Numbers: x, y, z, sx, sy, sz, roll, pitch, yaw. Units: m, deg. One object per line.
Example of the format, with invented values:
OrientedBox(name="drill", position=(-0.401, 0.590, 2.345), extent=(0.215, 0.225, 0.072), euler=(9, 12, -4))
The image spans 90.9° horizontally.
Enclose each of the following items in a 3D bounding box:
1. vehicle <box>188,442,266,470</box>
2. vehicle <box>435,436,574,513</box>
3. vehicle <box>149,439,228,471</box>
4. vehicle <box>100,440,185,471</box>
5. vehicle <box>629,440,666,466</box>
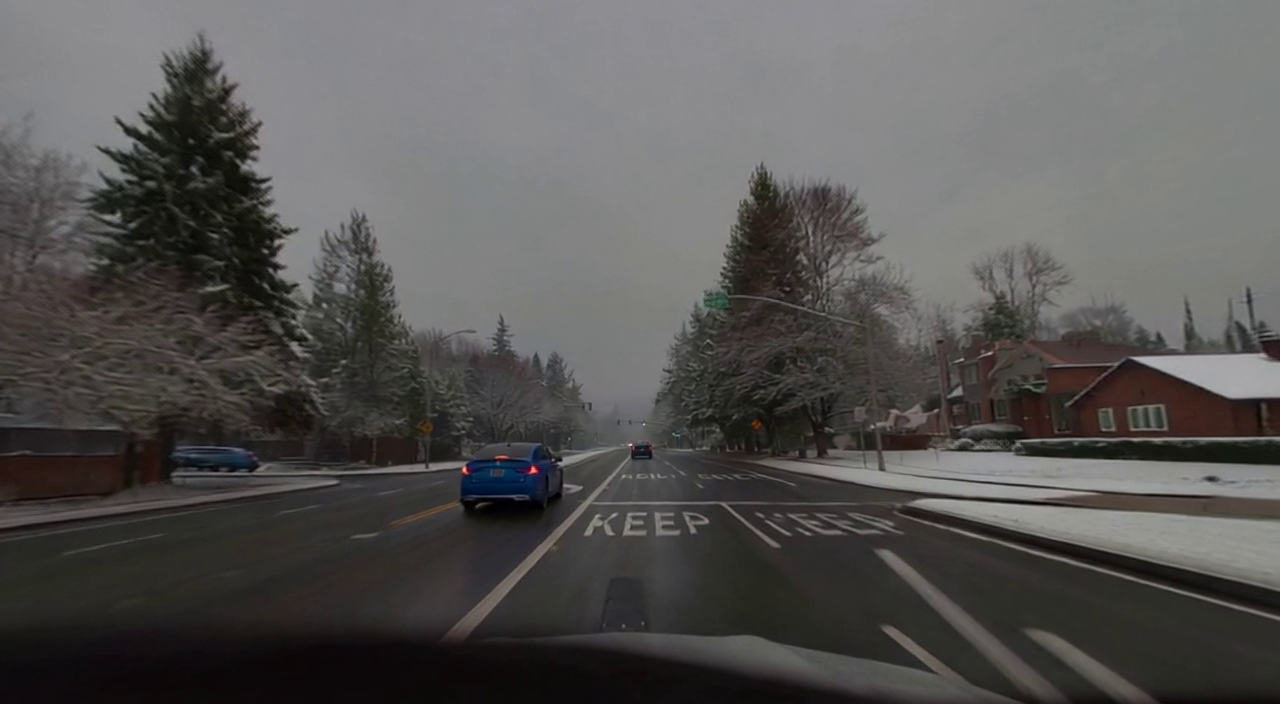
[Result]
OrientedBox(name="vehicle", position=(-23.606, 5.941, 36.194), extent=(1.894, 1.508, 3.783), euler=(0, -8, 0))
OrientedBox(name="vehicle", position=(-2.885, 2.745, 14.735), extent=(2.158, 1.469, 4.909), euler=(0, -8, 0))
OrientedBox(name="vehicle", position=(-26.141, 5.944, 36.638), extent=(1.919, 1.701, 3.695), euler=(0, -8, -2))
OrientedBox(name="vehicle", position=(-29.063, 6.027, 36.944), extent=(1.838, 1.685, 3.766), euler=(0, -8, 1))
OrientedBox(name="vehicle", position=(0.452, 6.373, 39.952), extent=(2.226, 1.505, 4.128), euler=(0, -8, 0))
